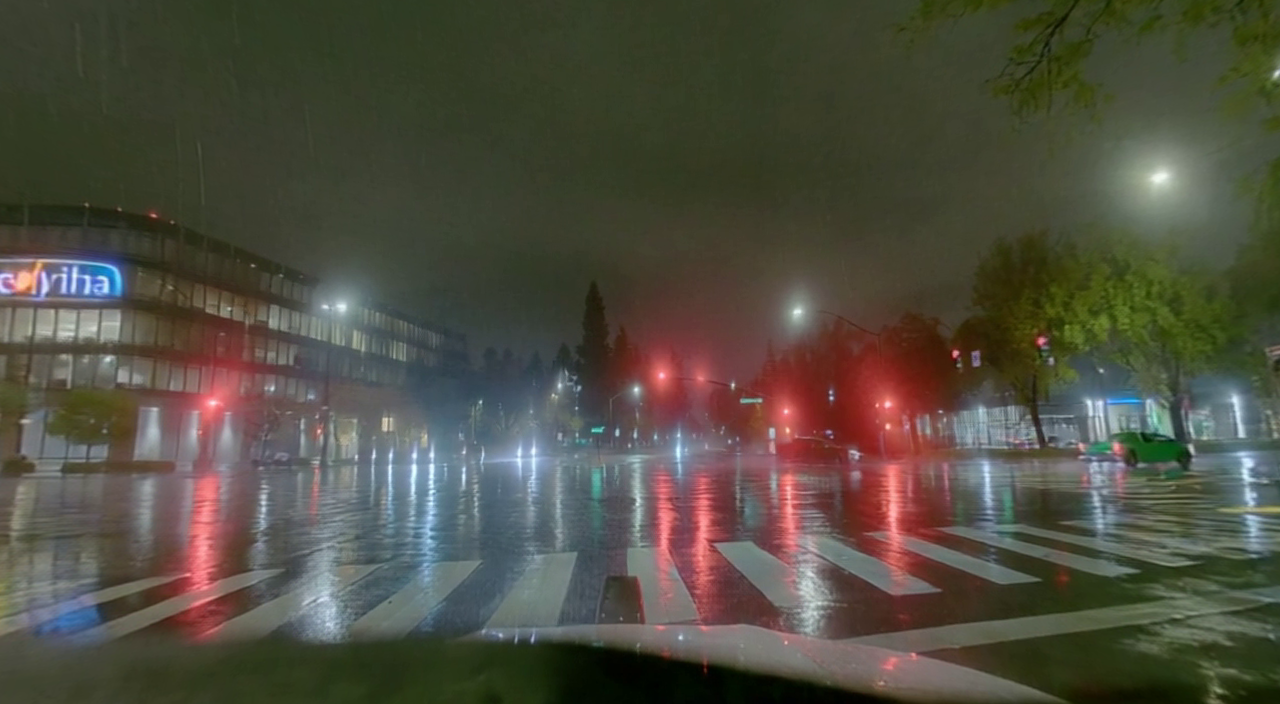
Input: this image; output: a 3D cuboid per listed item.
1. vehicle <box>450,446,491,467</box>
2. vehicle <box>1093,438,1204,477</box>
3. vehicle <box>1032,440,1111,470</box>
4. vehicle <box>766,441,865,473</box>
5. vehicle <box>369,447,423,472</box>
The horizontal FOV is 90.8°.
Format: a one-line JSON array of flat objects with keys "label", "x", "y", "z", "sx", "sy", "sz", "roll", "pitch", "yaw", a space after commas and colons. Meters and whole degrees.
[{"label": "vehicle", "x": -12.606, "y": 7.764, "z": 47.094, "sx": 1.946, "sy": 1.474, "sz": 4.008, "roll": 0, "pitch": -9, "yaw": 0}, {"label": "vehicle", "x": 27.307, "y": 5.604, "z": 33.893, "sx": 5.667, "sy": 1.927, "sz": 2.289, "roll": 4, "pitch": -10, "yaw": -26}, {"label": "vehicle", "x": 26.363, "y": 6.268, "z": 38.570, "sx": 4.541, "sy": 1.731, "sz": 2.007, "roll": 5, "pitch": -10, "yaw": -28}, {"label": "vehicle", "x": 8.531, "y": 5.119, "z": 30.874, "sx": 4.457, "sy": 1.464, "sz": 1.879, "roll": -2, "pitch": -9, "yaw": 16}, {"label": "vehicle", "x": -16.237, "y": 7.138, "z": 42.248, "sx": 1.883, "sy": 1.586, "sz": 4.297, "roll": 0, "pitch": -9, "yaw": 0}]
